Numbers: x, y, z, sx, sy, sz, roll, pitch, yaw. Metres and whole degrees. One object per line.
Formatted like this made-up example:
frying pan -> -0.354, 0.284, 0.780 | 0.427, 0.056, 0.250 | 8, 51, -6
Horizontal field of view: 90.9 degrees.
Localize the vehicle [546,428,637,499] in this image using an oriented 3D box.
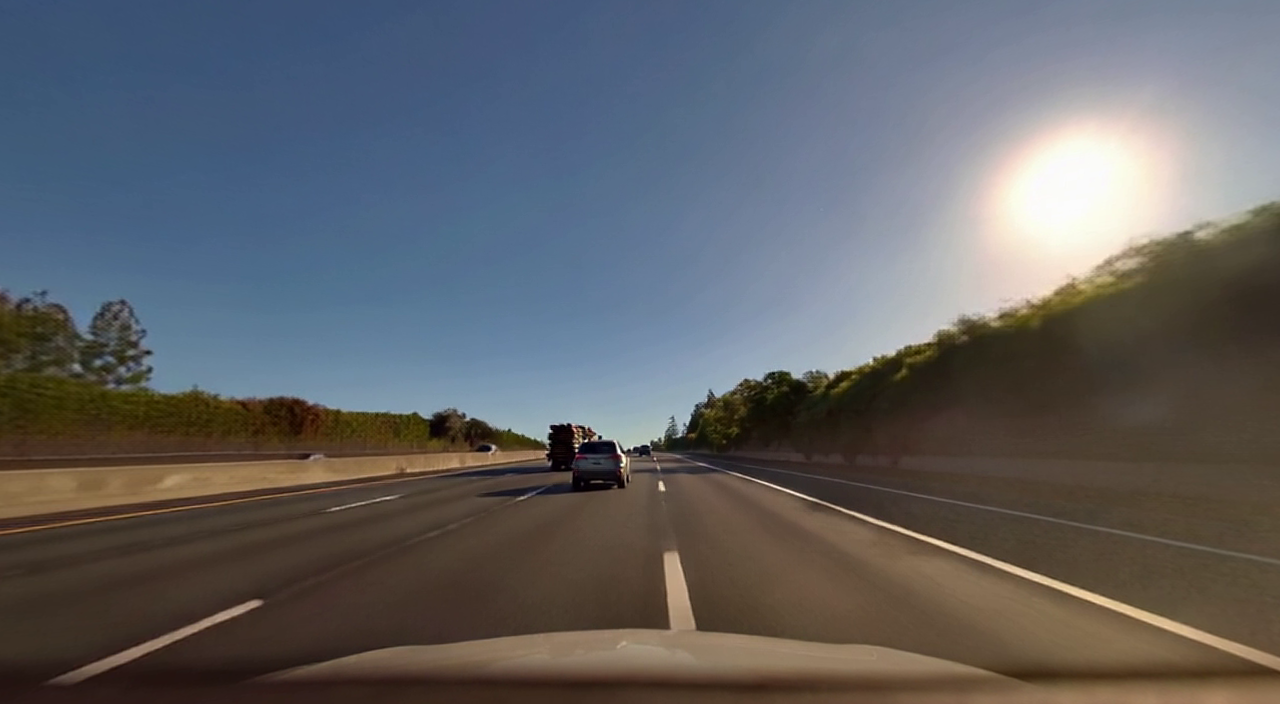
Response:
vehicle -> -1.251, 3.191, 18.369 | 2.114, 1.787, 4.365 | -1, -8, 2
